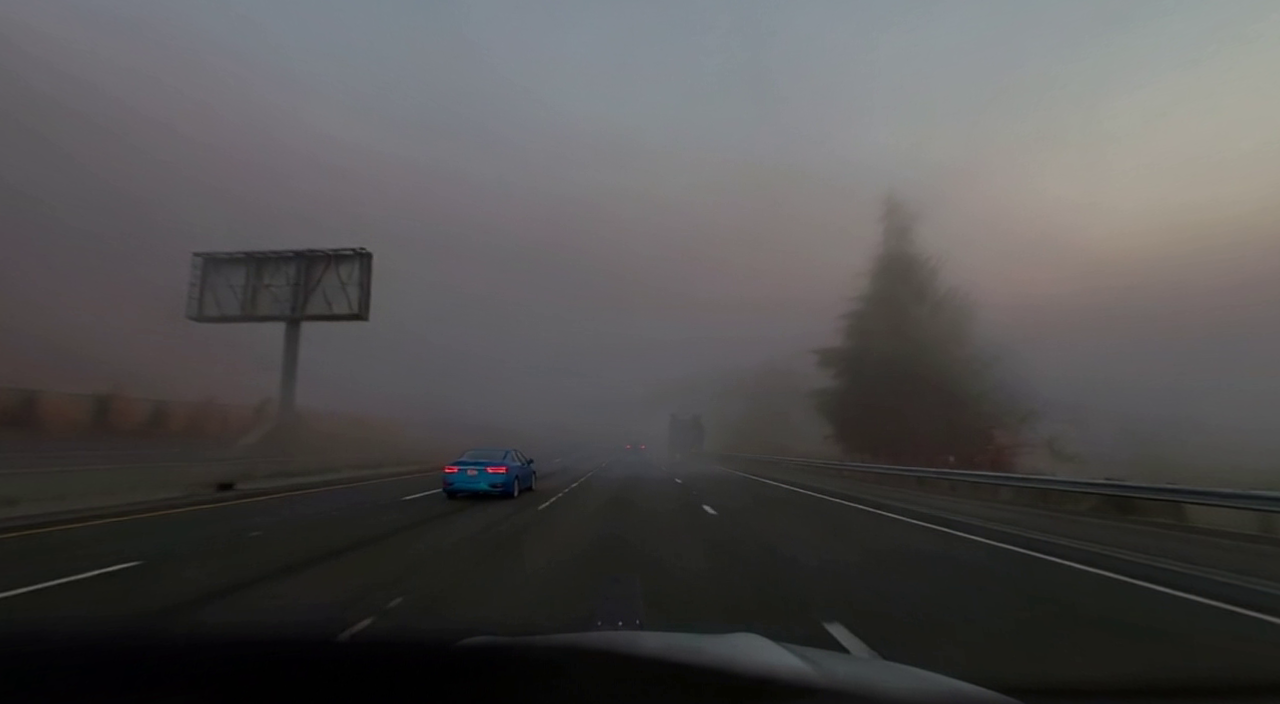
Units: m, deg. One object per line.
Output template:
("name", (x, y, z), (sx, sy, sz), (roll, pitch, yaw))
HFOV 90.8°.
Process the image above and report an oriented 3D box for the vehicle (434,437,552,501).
("vehicle", (-3.770, 3.096, 17.090), (2.090, 1.487, 4.276), (0, -9, 1))
